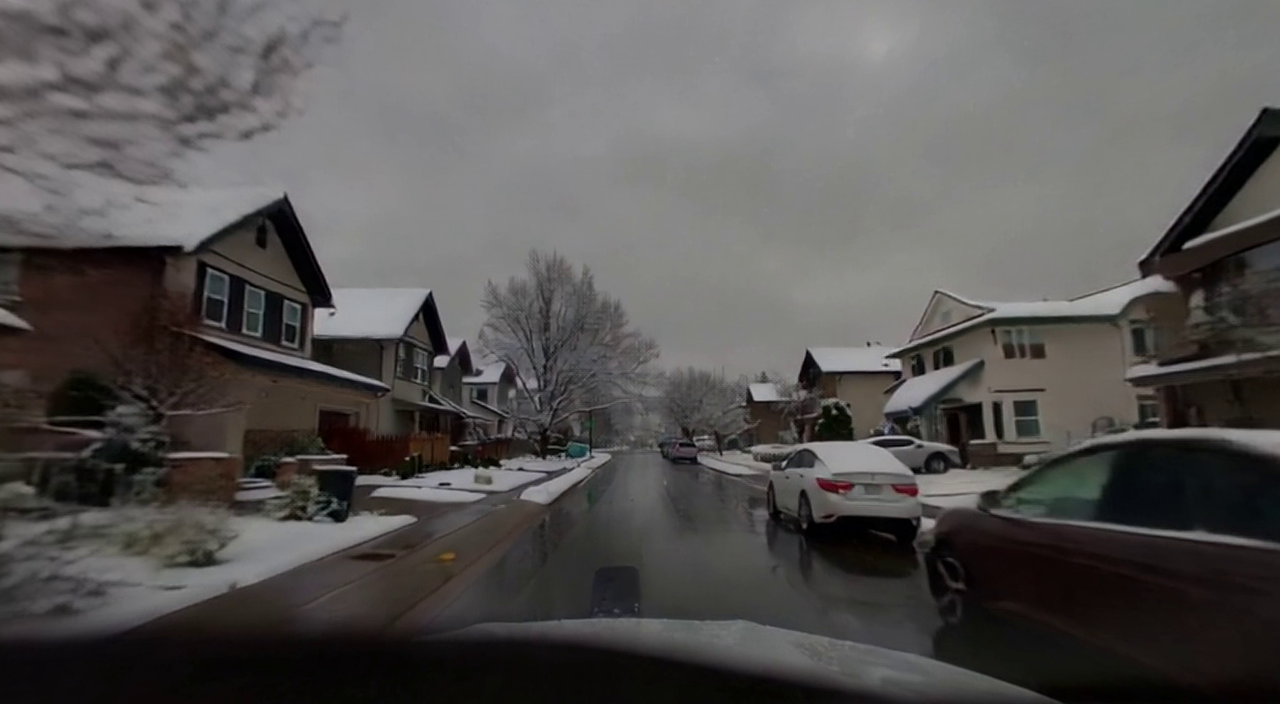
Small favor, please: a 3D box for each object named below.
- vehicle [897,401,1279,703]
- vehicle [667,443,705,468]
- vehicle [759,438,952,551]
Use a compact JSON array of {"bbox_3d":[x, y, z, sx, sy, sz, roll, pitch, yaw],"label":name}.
[{"bbox_3d":[3.302,1.111,3.227,2.006,1.603,4.553,0,-8,-1],"label":"vehicle"},{"bbox_3d":[2.935,6.646,40.691,1.955,1.498,4.046,0,-8,-3],"label":"vehicle"},{"bbox_3d":[3.272,2.184,10.430,1.838,1.496,3.735,0,-8,0],"label":"vehicle"}]
